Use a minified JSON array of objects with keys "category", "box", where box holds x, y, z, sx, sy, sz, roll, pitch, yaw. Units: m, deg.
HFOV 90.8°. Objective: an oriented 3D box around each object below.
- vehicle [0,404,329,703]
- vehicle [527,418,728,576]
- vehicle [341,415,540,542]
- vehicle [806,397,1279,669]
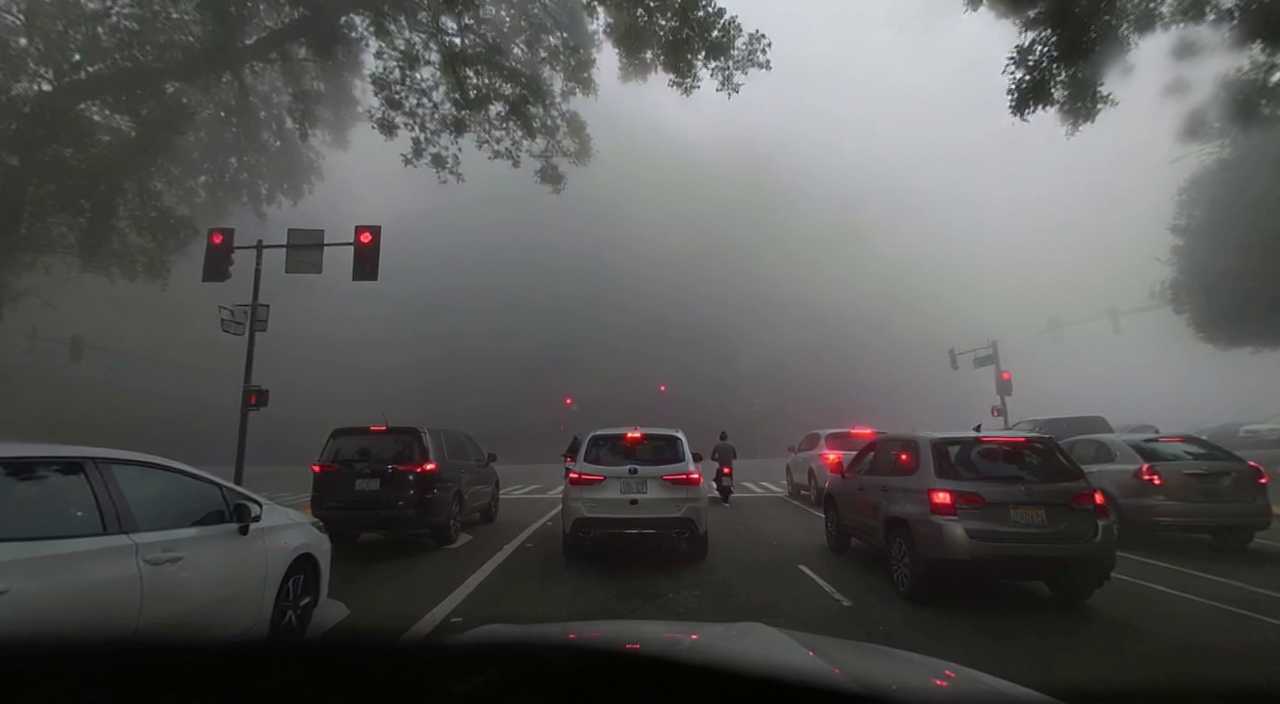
[{"category":"vehicle","box":[-3.343,0.954,2.389,1.863,1.495,4.667,0,-8,1]},{"category":"vehicle","box":[-0.098,1.806,8.591,2.106,1.655,3.717,0,-8,1]},{"category":"vehicle","box":[-3.210,2.138,11.312,2.048,1.805,4.405,0,-8,1]},{"category":"vehicle","box":[3.226,1.443,6.187,2.006,1.659,4.462,0,-8,1]}]
